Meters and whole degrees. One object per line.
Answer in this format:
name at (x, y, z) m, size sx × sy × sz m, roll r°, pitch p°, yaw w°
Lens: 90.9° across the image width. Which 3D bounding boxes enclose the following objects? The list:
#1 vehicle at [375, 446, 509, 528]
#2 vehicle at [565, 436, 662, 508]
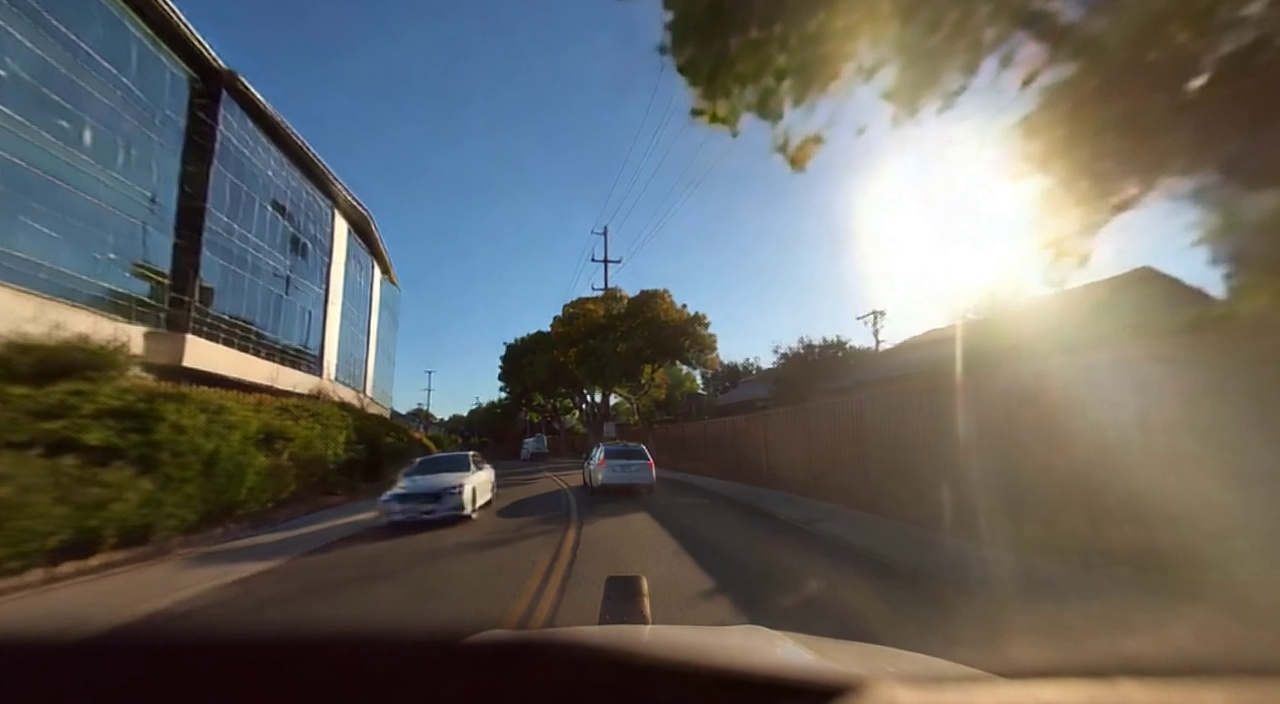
vehicle at (-4.102, 2.809, 13.817) m, size 1.957 × 1.442 × 4.180 m, roll 0°, pitch -8°, yaw -6°
vehicle at (-0.765, 2.827, 15.411) m, size 2.060 × 1.487 × 3.920 m, roll 1°, pitch -8°, yaw -6°
